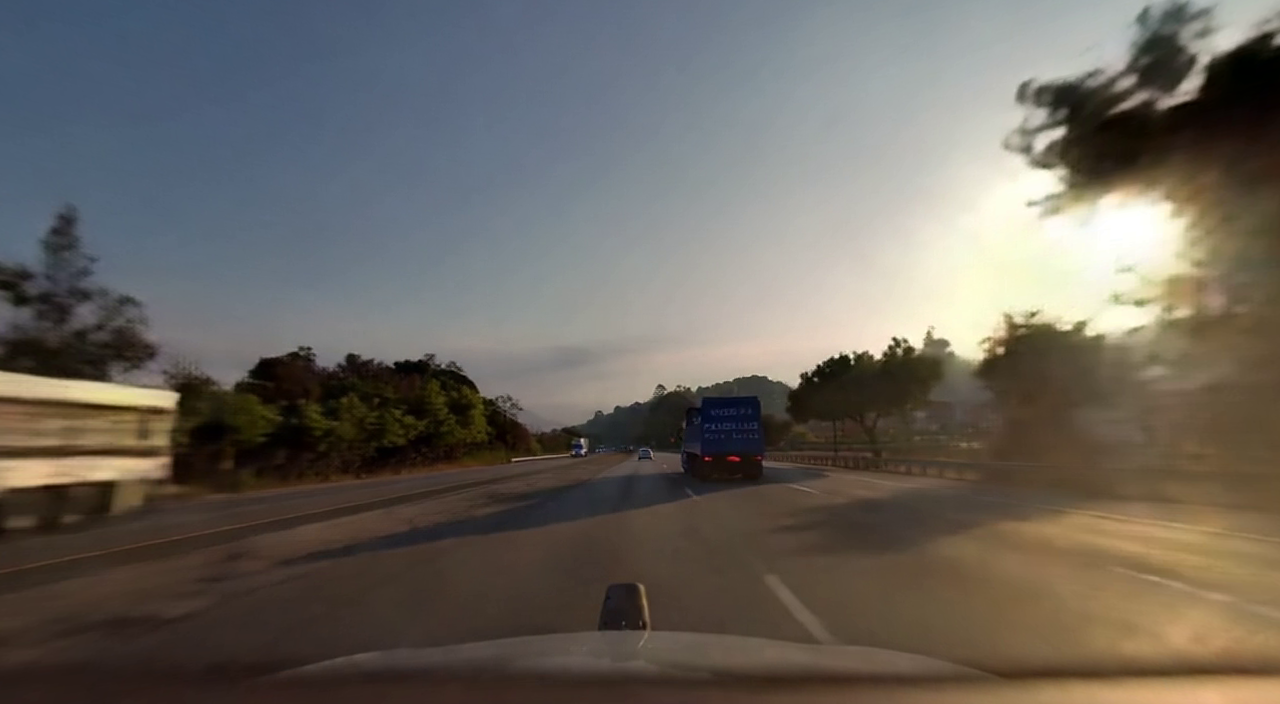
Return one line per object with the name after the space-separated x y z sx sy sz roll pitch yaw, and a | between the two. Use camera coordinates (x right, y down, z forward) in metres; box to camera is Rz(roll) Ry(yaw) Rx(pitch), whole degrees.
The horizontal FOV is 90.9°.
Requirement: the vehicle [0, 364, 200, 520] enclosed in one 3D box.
-16.172 2.018 14.136 2.940 3.545 13.036 0 -9 1 | vehicle

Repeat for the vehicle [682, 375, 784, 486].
4.011 3.978 30.734 3.341 4.269 12.252 0 -9 1 | vehicle
